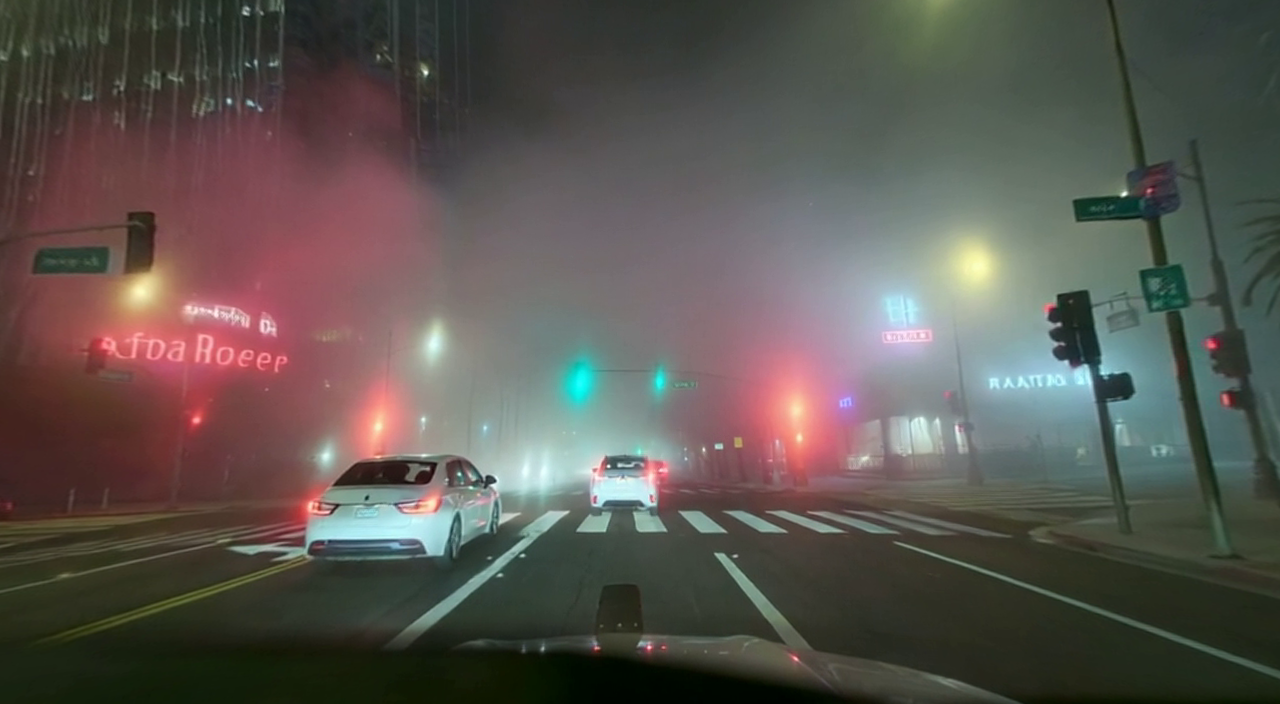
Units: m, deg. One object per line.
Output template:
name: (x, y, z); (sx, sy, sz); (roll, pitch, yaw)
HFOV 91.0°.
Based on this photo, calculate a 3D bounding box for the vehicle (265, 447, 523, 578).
vehicle: (-3.291, 2.218, 9.682); (2.096, 1.492, 4.666); (0, -9, 0)

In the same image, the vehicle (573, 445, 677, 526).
vehicle: (-0.343, 3.050, 15.000); (2.145, 1.632, 3.972); (0, -9, -1)
